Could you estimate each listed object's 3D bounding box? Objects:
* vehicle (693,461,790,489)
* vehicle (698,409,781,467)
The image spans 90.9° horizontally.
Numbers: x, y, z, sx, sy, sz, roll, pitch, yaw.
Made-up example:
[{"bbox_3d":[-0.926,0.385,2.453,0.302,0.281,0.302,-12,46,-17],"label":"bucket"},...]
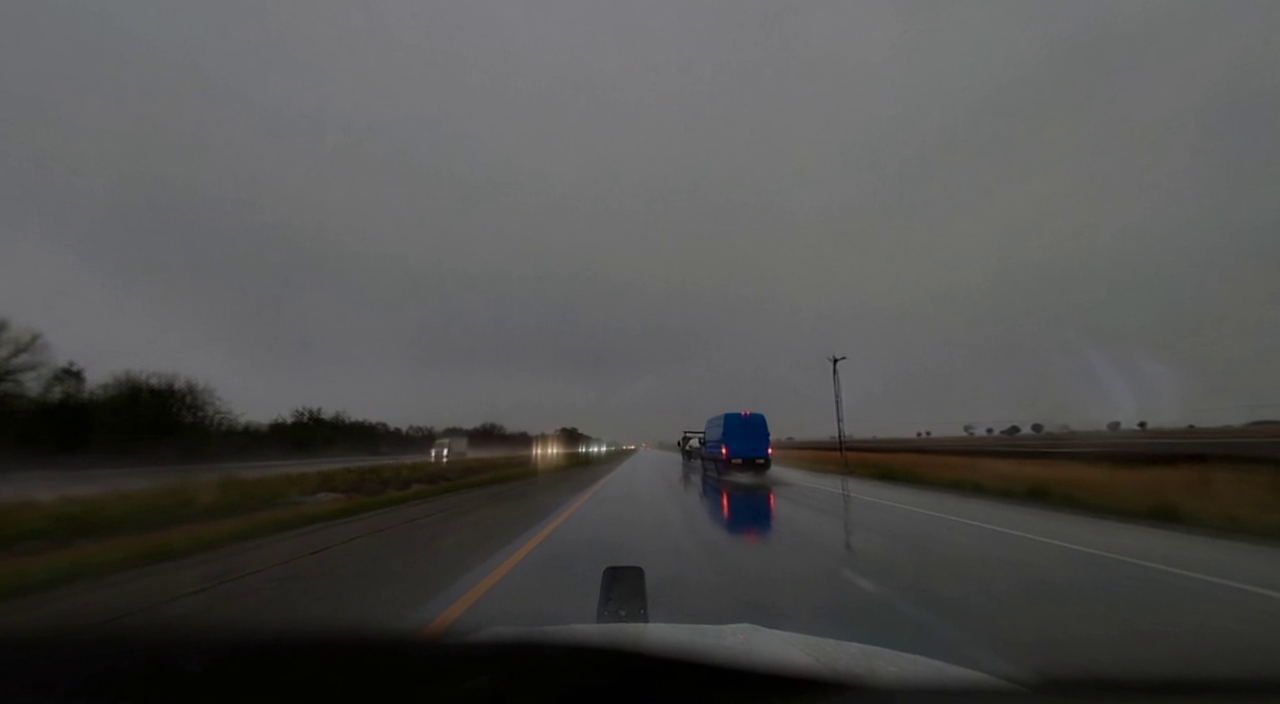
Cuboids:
[{"bbox_3d":[3.845,4.877,25.404,2.702,0.824,6.391,0,-9,-2],"label":"vehicle"},{"bbox_3d":[3.840,3.528,25.505,2.444,2.053,5.616,-1,-9,0],"label":"vehicle"}]
